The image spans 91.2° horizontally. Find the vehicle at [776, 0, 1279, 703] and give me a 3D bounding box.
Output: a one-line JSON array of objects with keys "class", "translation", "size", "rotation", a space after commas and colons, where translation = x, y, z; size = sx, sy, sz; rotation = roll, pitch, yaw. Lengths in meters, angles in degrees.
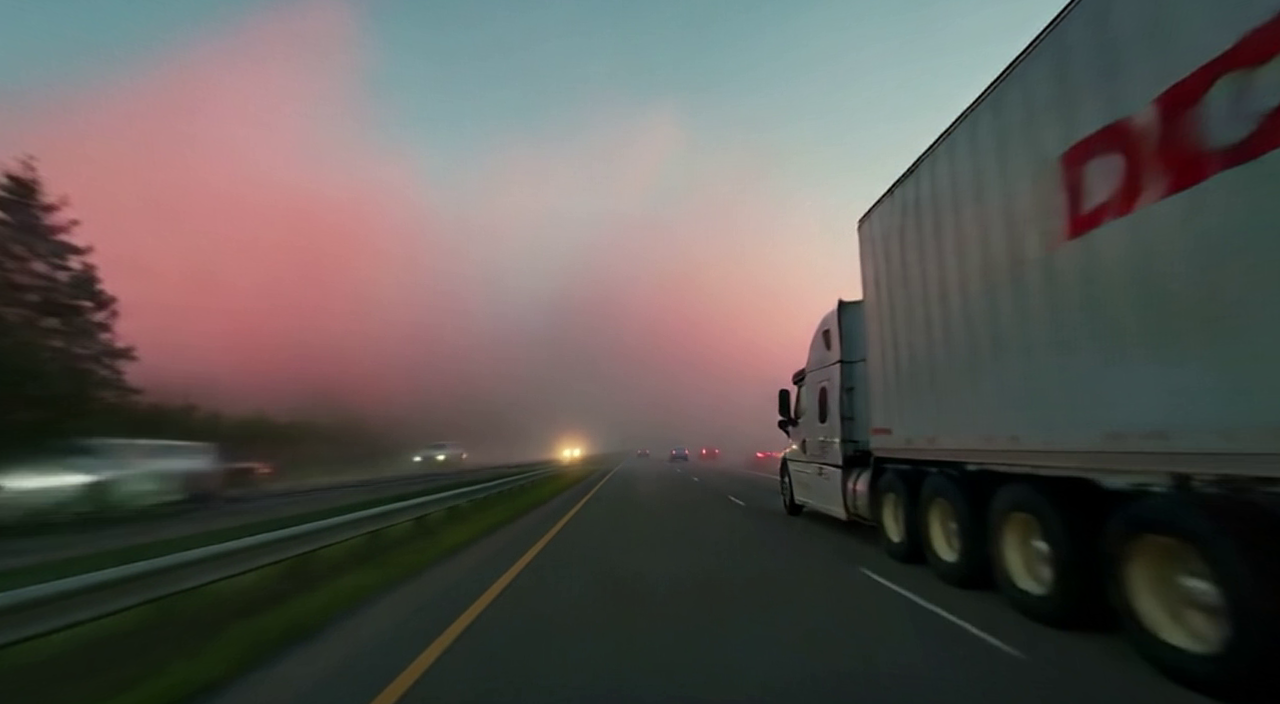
[{"class": "vehicle", "translation": [4.001, 0.221, 5.731], "size": [3.015, 3.877, 10.370], "rotation": [0, -9, -1]}]
